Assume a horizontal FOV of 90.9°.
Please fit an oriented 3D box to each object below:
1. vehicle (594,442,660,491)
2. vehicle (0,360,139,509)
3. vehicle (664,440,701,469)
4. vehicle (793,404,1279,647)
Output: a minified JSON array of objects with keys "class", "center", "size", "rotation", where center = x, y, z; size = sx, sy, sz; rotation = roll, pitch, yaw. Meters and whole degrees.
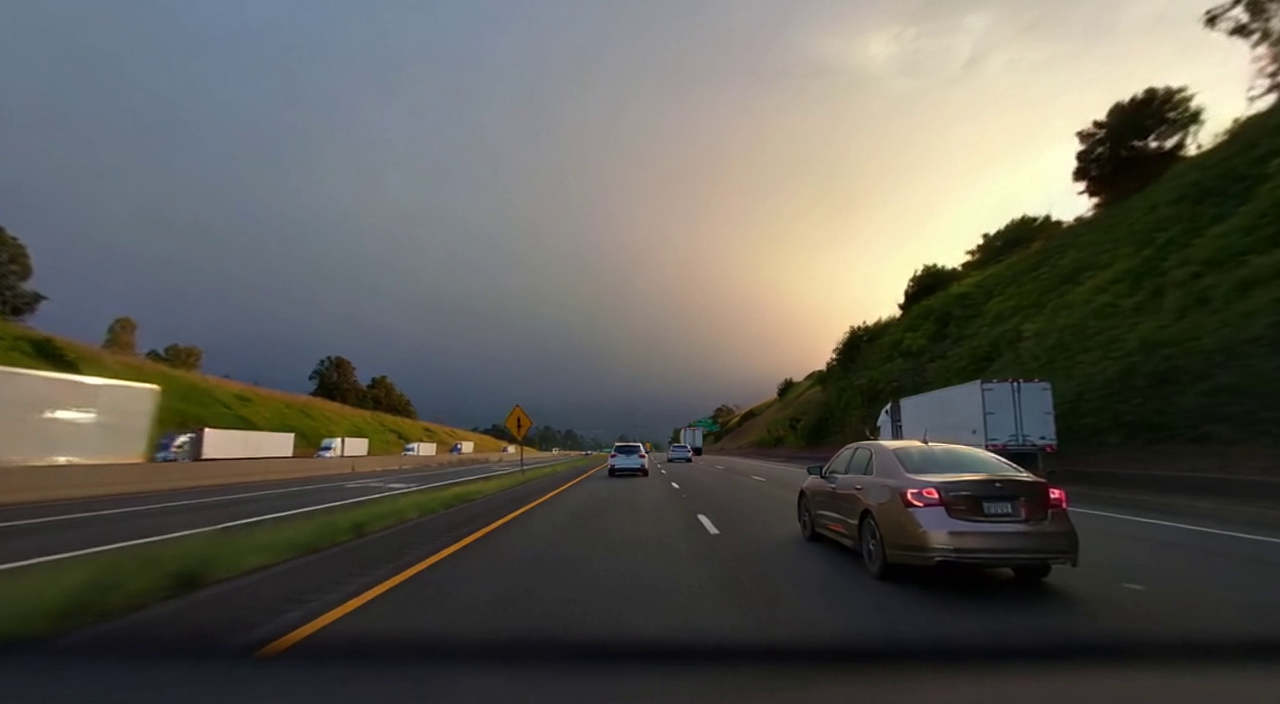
[{"class":"vehicle","center":[-0.436,3.720,20.766],"size":[1.970,1.441,3.846],"rotation":[0,-9,-1]},{"class":"vehicle","center":[-16.244,1.922,14.662],"size":[2.687,3.442,7.686],"rotation":[0,-9,0]},{"class":"vehicle","center":[2.632,6.500,39.933],"size":[2.048,1.704,4.284],"rotation":[0,-9,0]},{"class":"vehicle","center":[3.218,1.471,6.443],"size":[1.997,1.534,4.664],"rotation":[0,-9,-2]}]
